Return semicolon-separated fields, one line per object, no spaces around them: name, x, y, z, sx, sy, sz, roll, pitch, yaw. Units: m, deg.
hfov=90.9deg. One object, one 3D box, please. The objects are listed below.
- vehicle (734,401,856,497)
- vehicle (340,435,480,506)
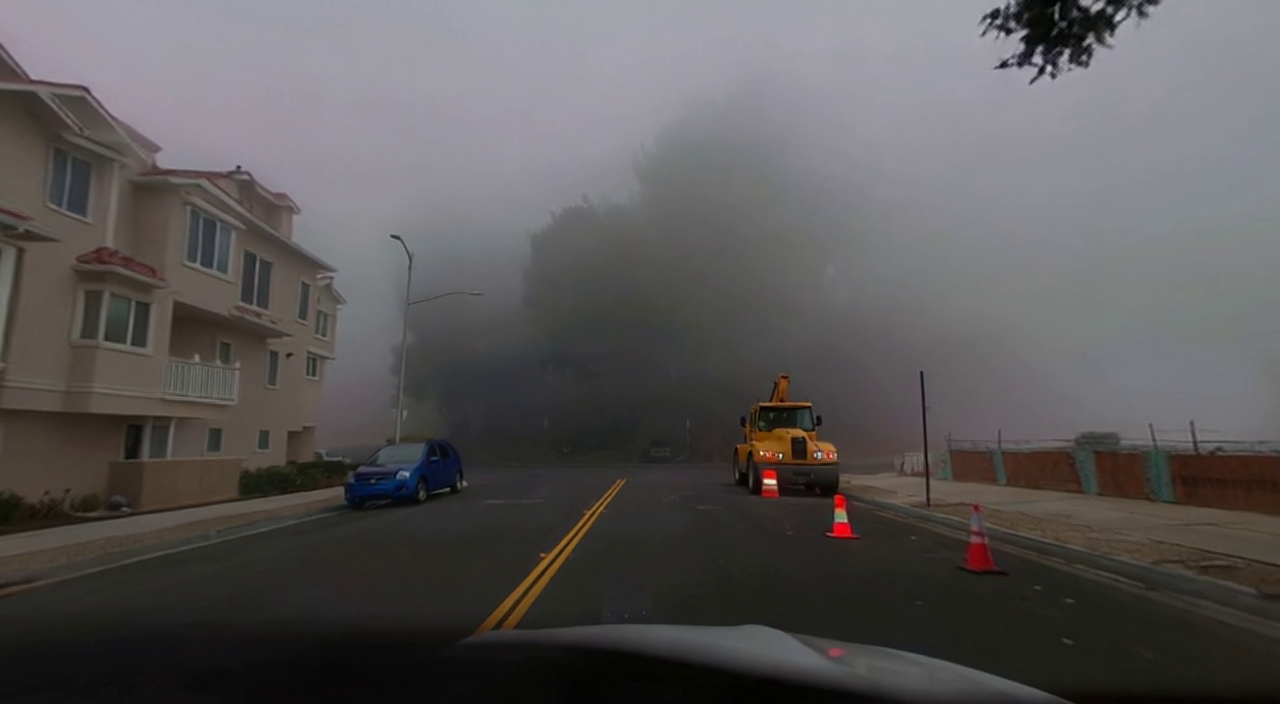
vehicle;4.567;2.944;19.237;2.501;2.613;3.505;1;-9;-5
vehicle;-6.473;3.338;18.469;2.220;1.765;4.799;-1;-8;1
